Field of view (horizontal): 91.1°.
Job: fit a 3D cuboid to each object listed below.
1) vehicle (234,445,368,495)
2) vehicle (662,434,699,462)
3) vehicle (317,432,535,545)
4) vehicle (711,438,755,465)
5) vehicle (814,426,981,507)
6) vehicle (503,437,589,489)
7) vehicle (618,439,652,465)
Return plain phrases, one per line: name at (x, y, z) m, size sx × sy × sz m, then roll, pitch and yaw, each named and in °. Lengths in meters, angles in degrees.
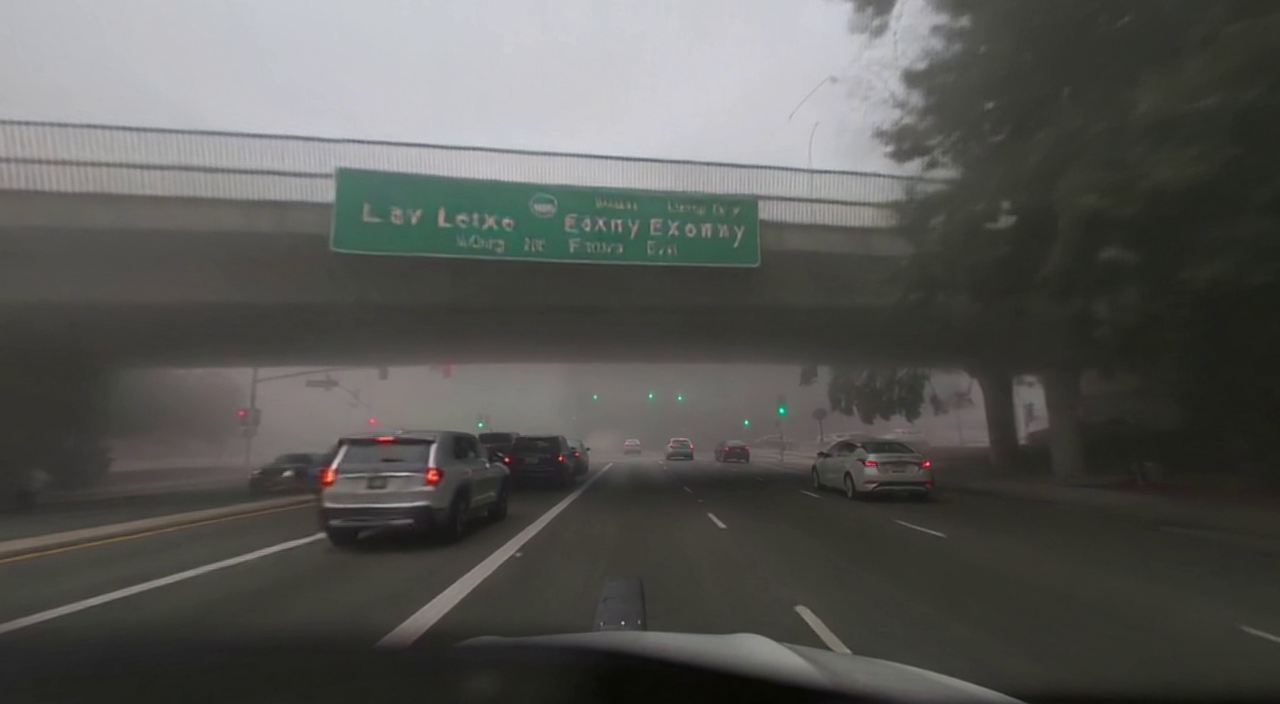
vehicle at (-11.231, 3.905, 21.191) m, size 1.891 × 1.406 × 4.222 m, roll 2°, pitch -9°, yaw 4°
vehicle at (2.664, 6.429, 41.960) m, size 2.034 × 1.762 × 4.420 m, roll 0°, pitch -8°, yaw -2°
vehicle at (-3.177, 2.104, 10.403) m, size 2.041 × 1.466 × 4.212 m, roll 0°, pitch -8°, yaw 1°
vehicle at (5.695, 6.162, 39.066) m, size 1.924 × 1.527 × 4.268 m, roll 0°, pitch -8°, yaw -2°
vehicle at (5.875, 2.669, 15.086) m, size 2.056 × 1.624 × 4.498 m, roll 0°, pitch -8°, yaw -1°
vehicle at (-2.870, 3.511, 20.215) m, size 1.980 × 1.491 × 4.351 m, roll 0°, pitch -8°, yaw 1°
vehicle at (-0.331, 6.141, 38.657) m, size 2.026 × 1.453 × 3.780 m, roll 0°, pitch -8°, yaw -1°
